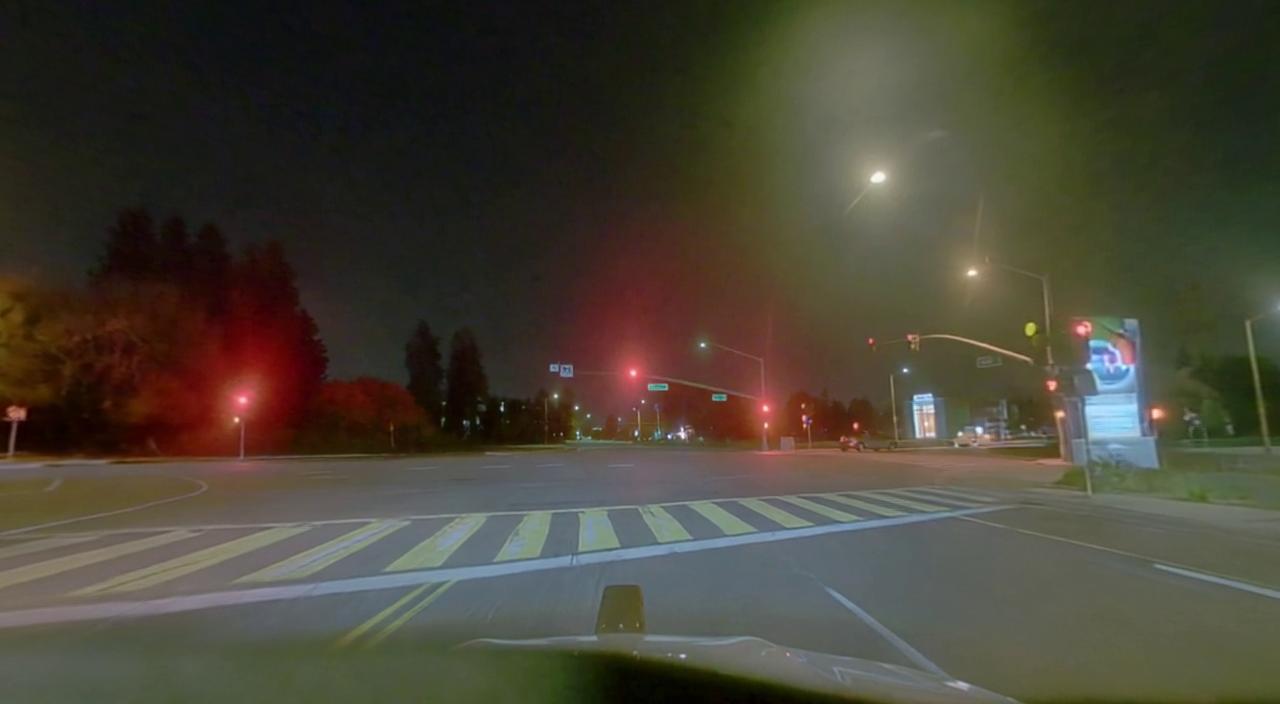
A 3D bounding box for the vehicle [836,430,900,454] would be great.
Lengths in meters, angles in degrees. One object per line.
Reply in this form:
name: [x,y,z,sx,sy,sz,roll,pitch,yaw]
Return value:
vehicle: [17.656,6.958,48.853,4.600,1.783,1.970,4,-9,-26]
